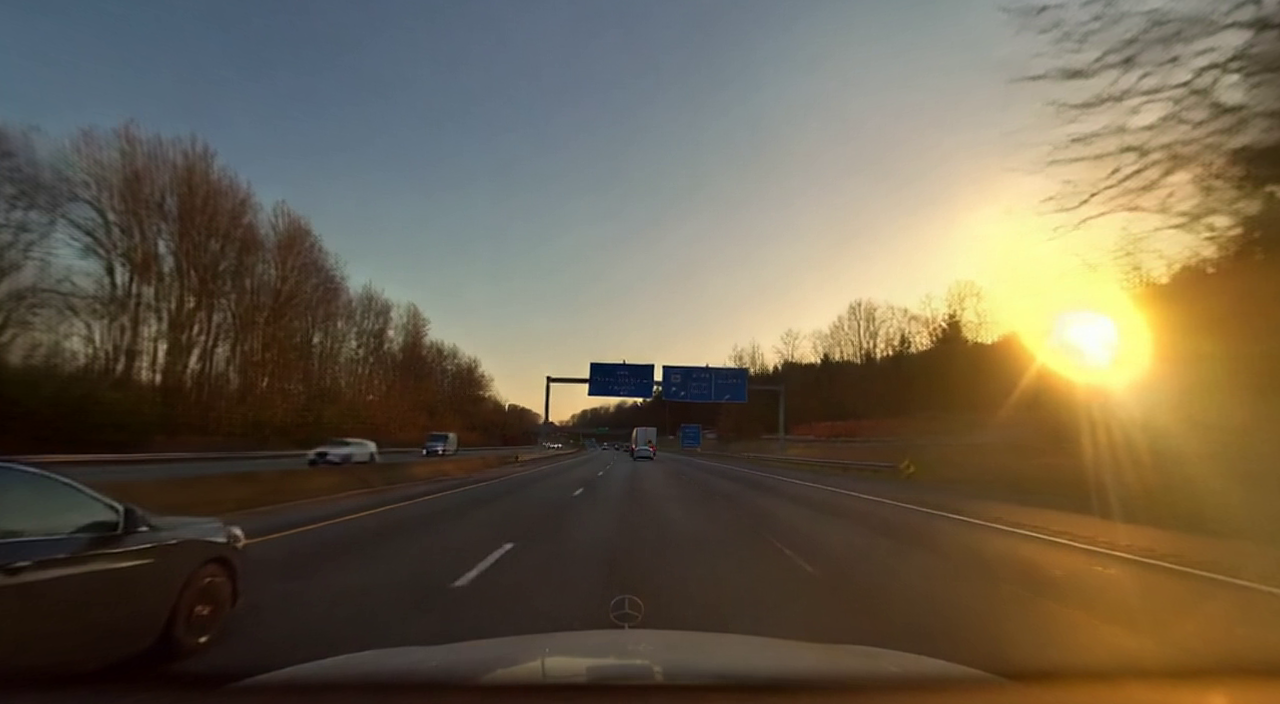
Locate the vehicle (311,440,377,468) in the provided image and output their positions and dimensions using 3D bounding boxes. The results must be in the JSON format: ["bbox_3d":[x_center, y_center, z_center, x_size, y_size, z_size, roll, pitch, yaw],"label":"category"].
[{"bbox_3d":[-17.323,5.977,36.932,1.825,1.494,4.267,0,-8,0],"label":"vehicle"}]

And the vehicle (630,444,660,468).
[{"bbox_3d":[0.318,6.801,41.335,1.859,1.478,3.799,0,-8,0],"label":"vehicle"}]

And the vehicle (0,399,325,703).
[{"bbox_3d":[-3.481,0.962,2.569,2.012,1.500,4.452,0,-8,1],"label":"vehicle"}]
